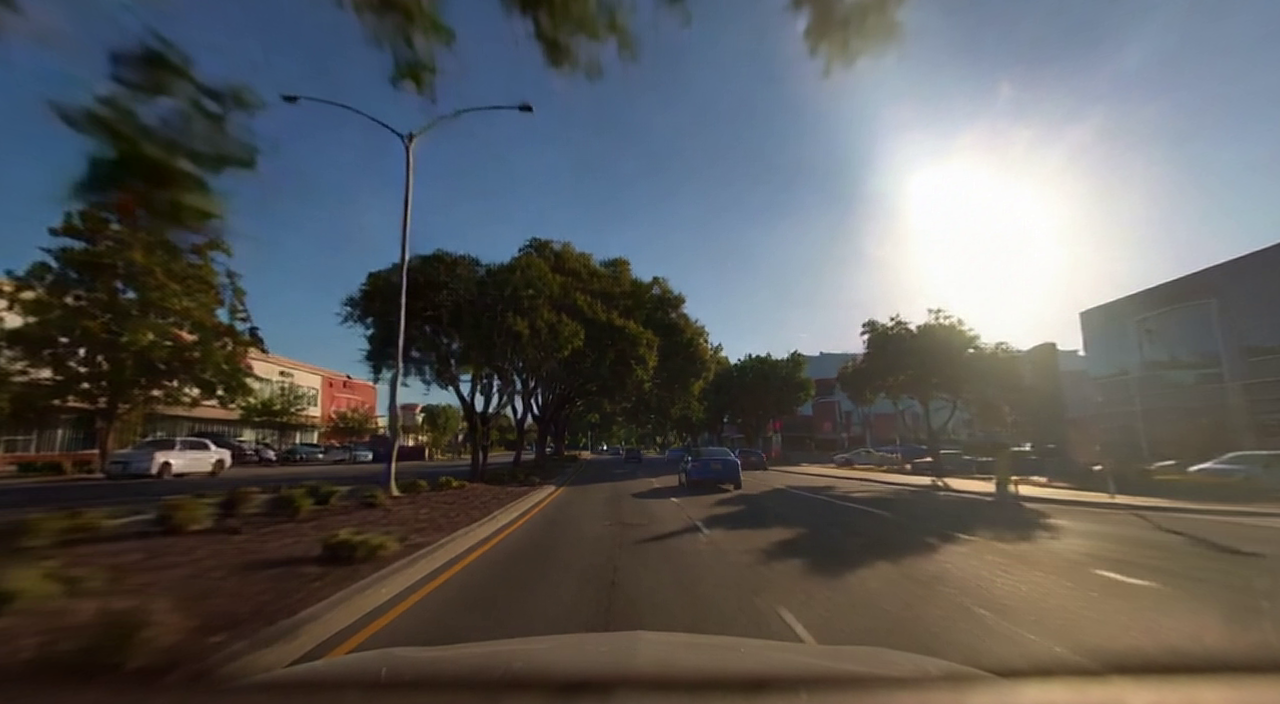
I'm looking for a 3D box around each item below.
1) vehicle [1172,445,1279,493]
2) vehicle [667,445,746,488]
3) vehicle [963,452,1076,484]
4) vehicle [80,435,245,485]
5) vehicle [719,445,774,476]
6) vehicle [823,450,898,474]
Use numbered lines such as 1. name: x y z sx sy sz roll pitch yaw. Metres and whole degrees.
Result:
1. vehicle: 21.527 4.055 22.037 4.530 1.551 2.049 2 -9 -14
2. vehicle: 2.392 4.292 23.931 2.256 1.451 4.313 1 -9 -4
3. vehicle: 18.792 5.696 31.232 4.646 1.479 2.070 3 -9 -16
4. vehicle: -22.463 5.126 30.219 2.593 2.075 6.841 0 -9 0
5. vehicle: 5.629 5.788 33.776 1.886 1.528 4.169 1 -9 -6
6. vehicle: 15.123 7.518 43.198 4.486 1.532 1.939 3 -9 -18
